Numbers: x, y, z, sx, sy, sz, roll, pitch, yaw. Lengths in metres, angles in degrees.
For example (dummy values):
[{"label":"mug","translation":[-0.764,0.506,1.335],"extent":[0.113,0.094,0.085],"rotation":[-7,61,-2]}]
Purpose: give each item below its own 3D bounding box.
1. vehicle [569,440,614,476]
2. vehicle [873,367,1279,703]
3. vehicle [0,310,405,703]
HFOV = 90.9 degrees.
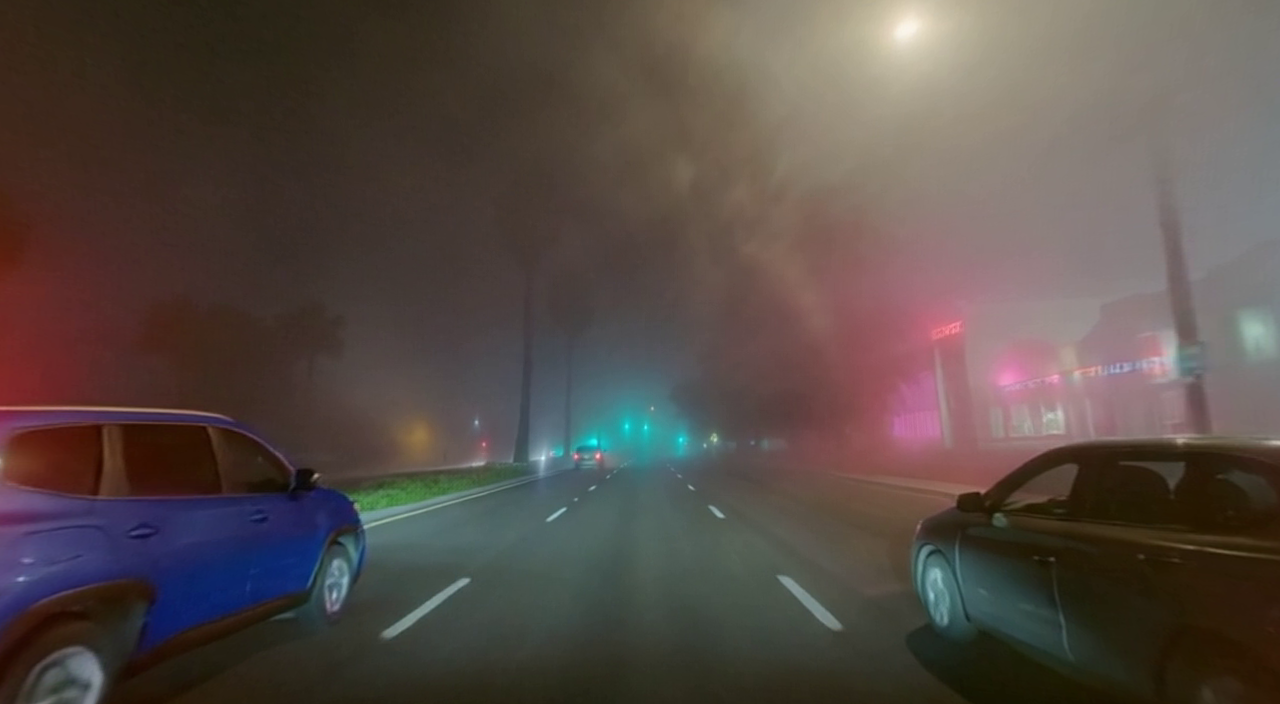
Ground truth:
[{"label":"vehicle","translation":[-2.480,5.573,33.282],"extent":[1.998,1.743,4.402],"rotation":[0,-8,1]},{"label":"vehicle","translation":[2.848,0.973,2.962],"extent":[1.946,1.513,4.133],"rotation":[0,-8,1]},{"label":"vehicle","translation":[-3.241,0.985,3.632],"extent":[2.058,1.804,4.391],"rotation":[0,-8,0]}]
